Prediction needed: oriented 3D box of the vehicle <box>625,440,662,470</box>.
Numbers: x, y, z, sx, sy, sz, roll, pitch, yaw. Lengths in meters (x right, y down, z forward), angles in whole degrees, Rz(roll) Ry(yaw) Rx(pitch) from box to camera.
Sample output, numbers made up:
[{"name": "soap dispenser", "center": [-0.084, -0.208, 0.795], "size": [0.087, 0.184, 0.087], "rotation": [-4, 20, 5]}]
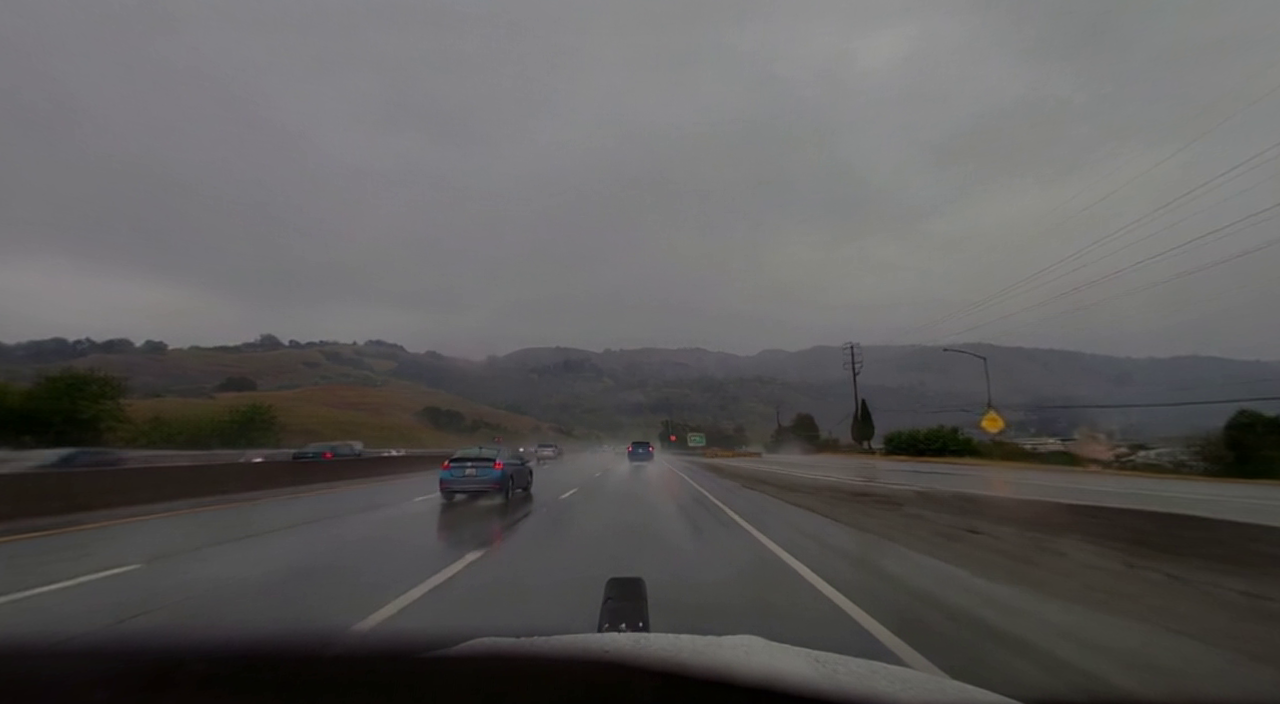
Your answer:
[{"name": "vehicle", "center": [0.167, 6.410, 39.546], "size": [2.194, 1.737, 4.127], "rotation": [0, -8, 0]}]

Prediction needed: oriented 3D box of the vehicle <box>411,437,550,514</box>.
[{"name": "vehicle", "center": [-3.551, 2.843, 15.096], "size": [1.967, 1.517, 4.808], "rotation": [0, -8, 1]}]

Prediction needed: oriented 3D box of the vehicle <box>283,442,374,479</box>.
[{"name": "vehicle", "center": [-14.420, 5.025, 29.506], "size": [2.047, 1.608, 4.257], "rotation": [0, -8, 1]}]

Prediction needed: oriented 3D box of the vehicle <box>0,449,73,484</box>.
[{"name": "vehicle", "center": [-28.885, 5.178, 28.655], "size": [2.063, 1.511, 4.471], "rotation": [0, -8, 0]}]
